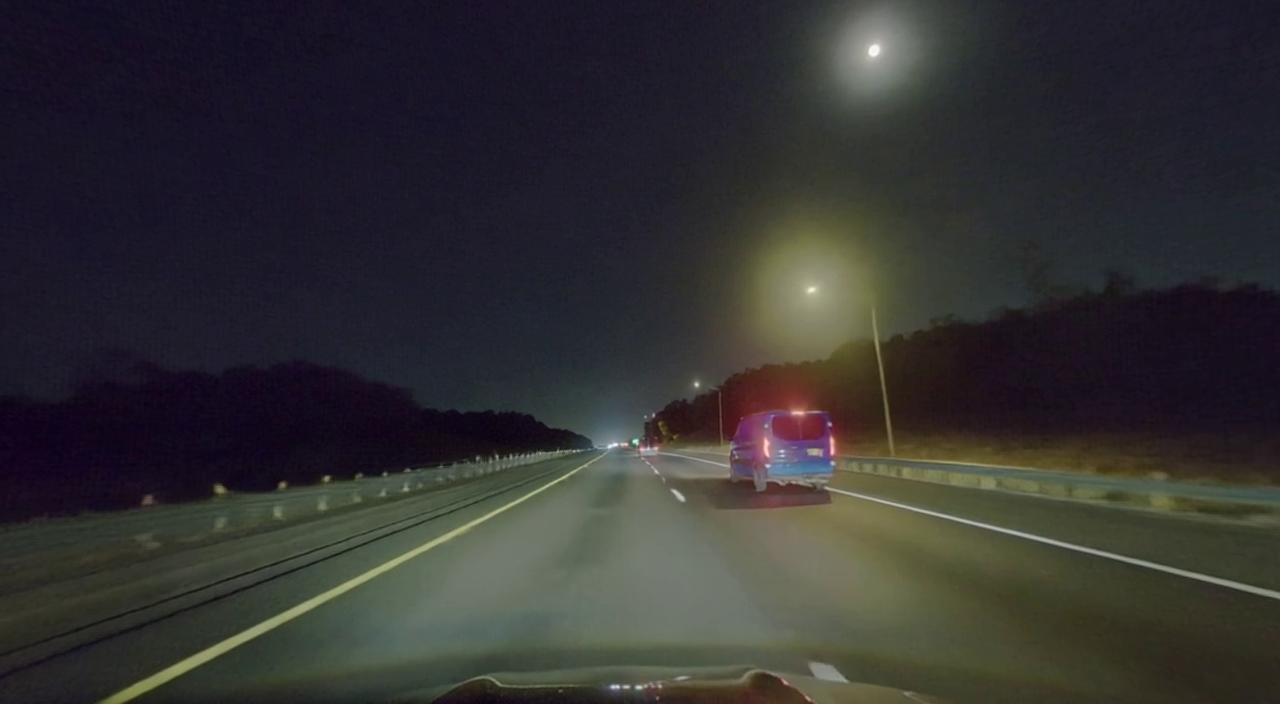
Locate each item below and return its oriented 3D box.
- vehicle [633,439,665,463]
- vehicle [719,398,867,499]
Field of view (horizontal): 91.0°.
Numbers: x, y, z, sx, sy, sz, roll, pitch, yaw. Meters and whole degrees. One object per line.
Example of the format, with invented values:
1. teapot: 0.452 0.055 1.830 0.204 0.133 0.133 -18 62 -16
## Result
1. vehicle: 0.545 6.445 41.111 2.005 1.466 3.739 0 -8 0
2. vehicle: 3.439 2.315 15.321 2.269 2.048 4.679 0 -8 -2
